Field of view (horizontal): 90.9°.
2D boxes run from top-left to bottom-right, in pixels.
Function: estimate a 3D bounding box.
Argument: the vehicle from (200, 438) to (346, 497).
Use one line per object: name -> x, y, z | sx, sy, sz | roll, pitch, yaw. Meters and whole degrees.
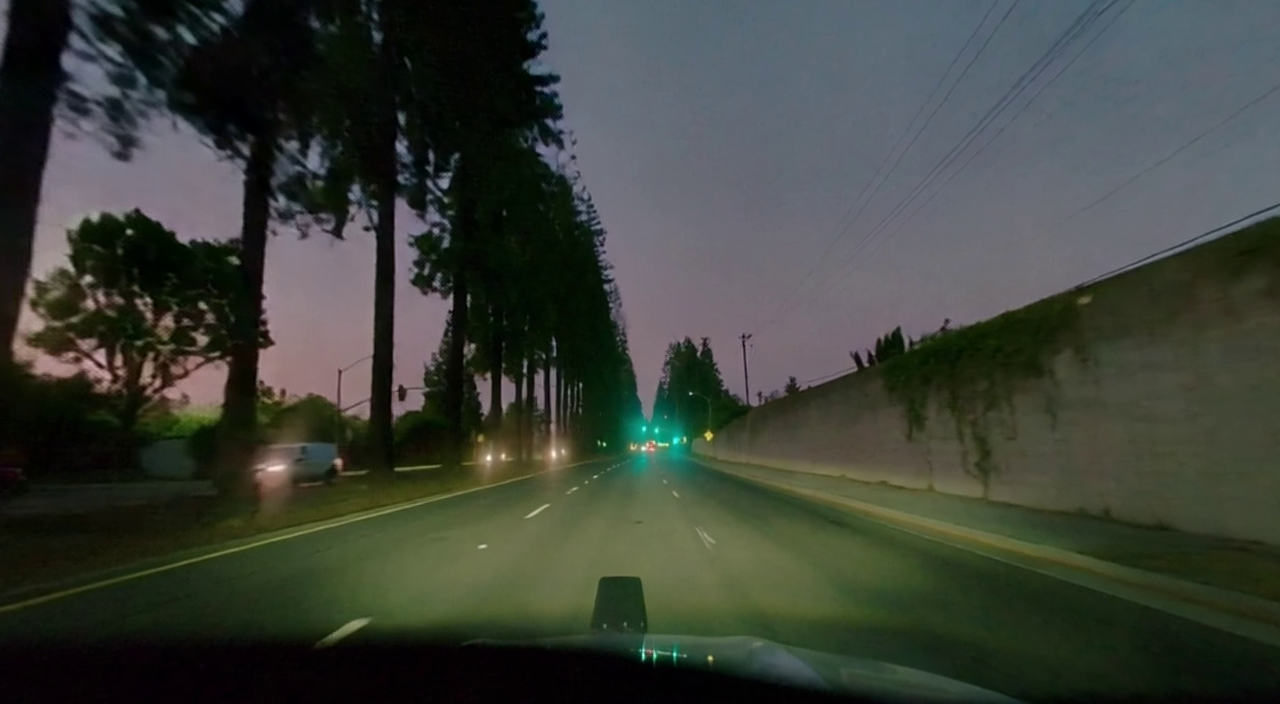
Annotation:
vehicle -> -14.826, 4.685, 26.106 | 2.368, 2.104, 6.159 | 0, -8, 0
